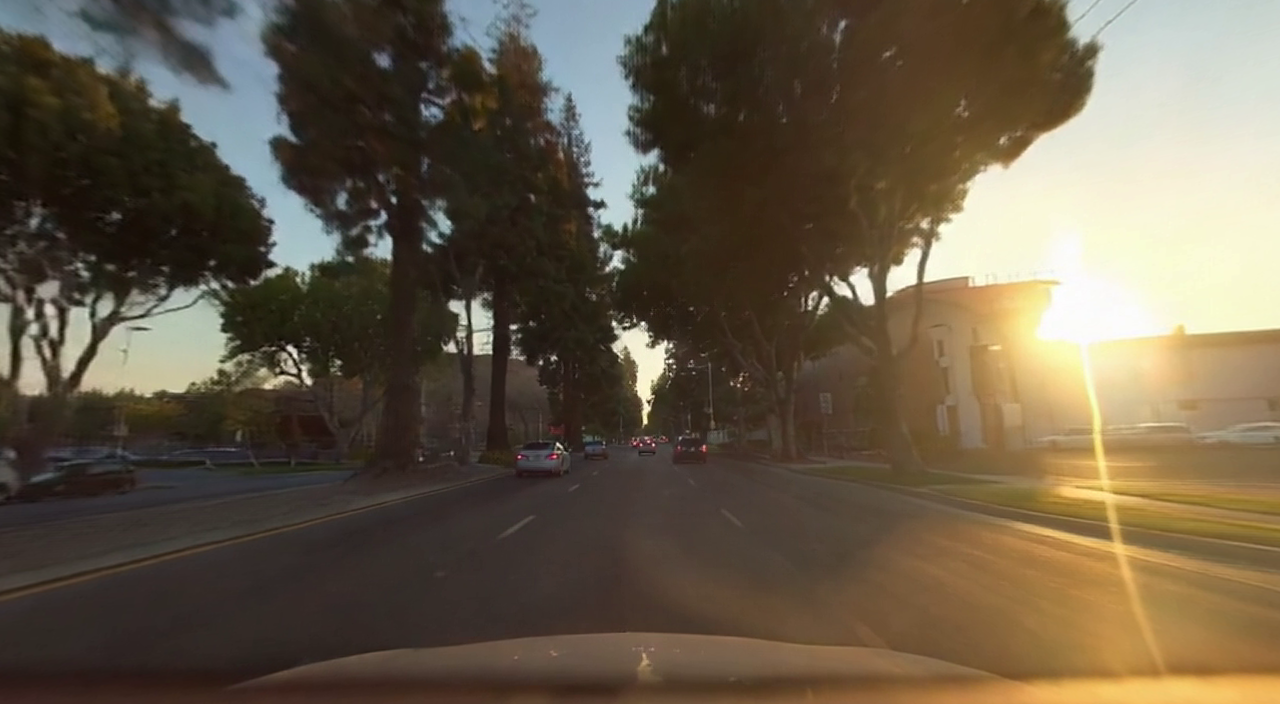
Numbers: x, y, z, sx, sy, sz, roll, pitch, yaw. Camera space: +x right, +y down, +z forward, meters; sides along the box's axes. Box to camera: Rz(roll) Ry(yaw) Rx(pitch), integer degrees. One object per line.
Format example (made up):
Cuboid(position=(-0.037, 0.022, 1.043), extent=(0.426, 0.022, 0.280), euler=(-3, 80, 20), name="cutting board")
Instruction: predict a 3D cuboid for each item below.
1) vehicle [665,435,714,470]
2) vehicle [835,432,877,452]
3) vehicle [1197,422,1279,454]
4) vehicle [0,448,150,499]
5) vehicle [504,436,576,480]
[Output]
Cuboid(position=(2.350, 4.876, 30.764), extent=(1.922, 1.579, 3.642), euler=(0, -8, -2), name="vehicle")
Cuboid(position=(16.021, 6.716, 46.986), extent=(1.823, 1.413, 3.884), euler=(0, -8, 2), name="vehicle")
Cuboid(position=(30.693, 4.237, 30.978), extent=(1.914, 1.507, 4.550), euler=(1, -8, -12), name="vehicle")
Cuboid(position=(-22.637, 4.811, 25.403), extent=(1.958, 1.780, 4.479), euler=(-1, -8, 3), name="vehicle")
Cuboid(position=(-3.666, 3.984, 24.009), extent=(1.908, 1.481, 4.536), euler=(0, -8, 1), name="vehicle")
